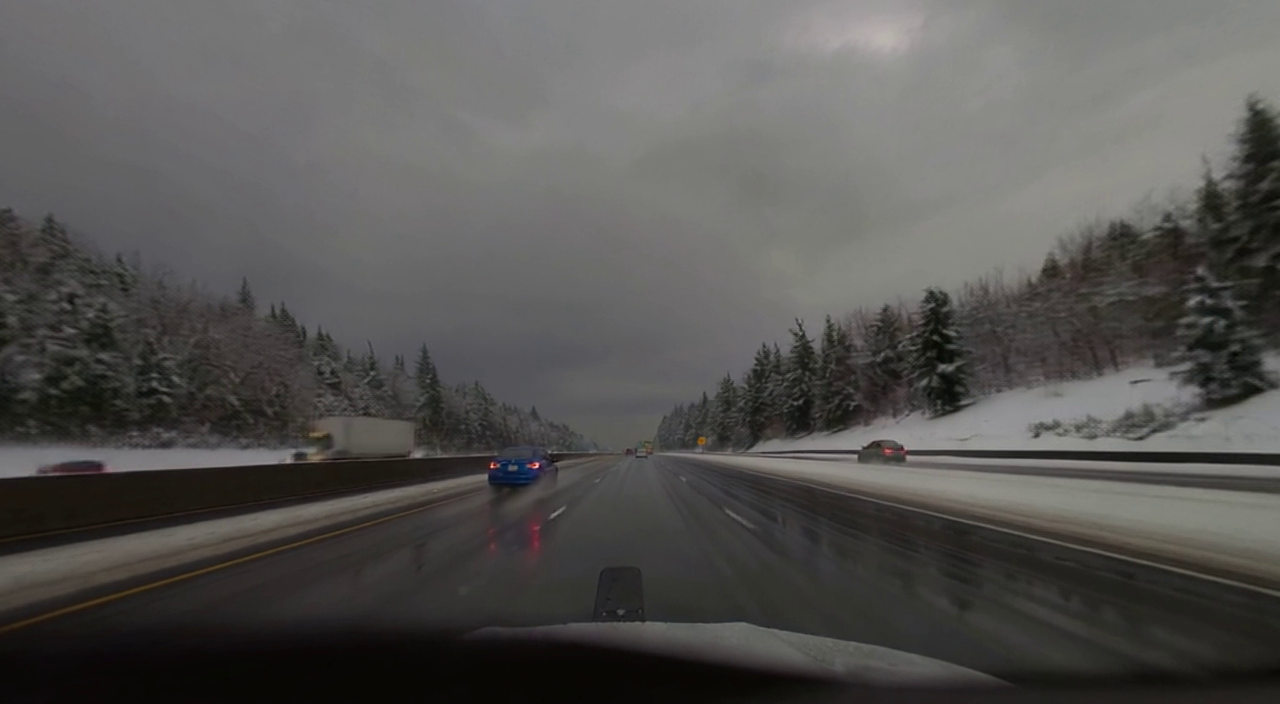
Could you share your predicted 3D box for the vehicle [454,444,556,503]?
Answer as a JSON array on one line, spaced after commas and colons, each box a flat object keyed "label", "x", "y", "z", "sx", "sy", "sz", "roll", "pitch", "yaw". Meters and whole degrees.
[{"label": "vehicle", "x": -3.676, "y": 3.400, "z": 18.090, "sx": 1.873, "sy": 1.438, "sz": 4.546, "roll": 0, "pitch": -9, "yaw": 1}]

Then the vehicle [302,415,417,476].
[{"label": "vehicle", "x": -20.471, "y": 7.054, "z": 47.365, "sx": 3.002, "sy": 3.888, "sz": 12.377, "roll": 0, "pitch": -9, "yaw": 0}]

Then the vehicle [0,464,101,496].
[{"label": "vehicle", "x": -31.372, "y": 6.693, "z": 33.324, "sx": 1.998, "sy": 1.470, "sz": 4.302, "roll": 0, "pitch": -9, "yaw": -2}]

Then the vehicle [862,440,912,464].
[{"label": "vehicle", "x": 18.504, "y": 7.502, "z": 47.410, "sx": 1.925, "sy": 1.648, "sz": 4.367, "roll": 0, "pitch": -9, "yaw": -1}]
